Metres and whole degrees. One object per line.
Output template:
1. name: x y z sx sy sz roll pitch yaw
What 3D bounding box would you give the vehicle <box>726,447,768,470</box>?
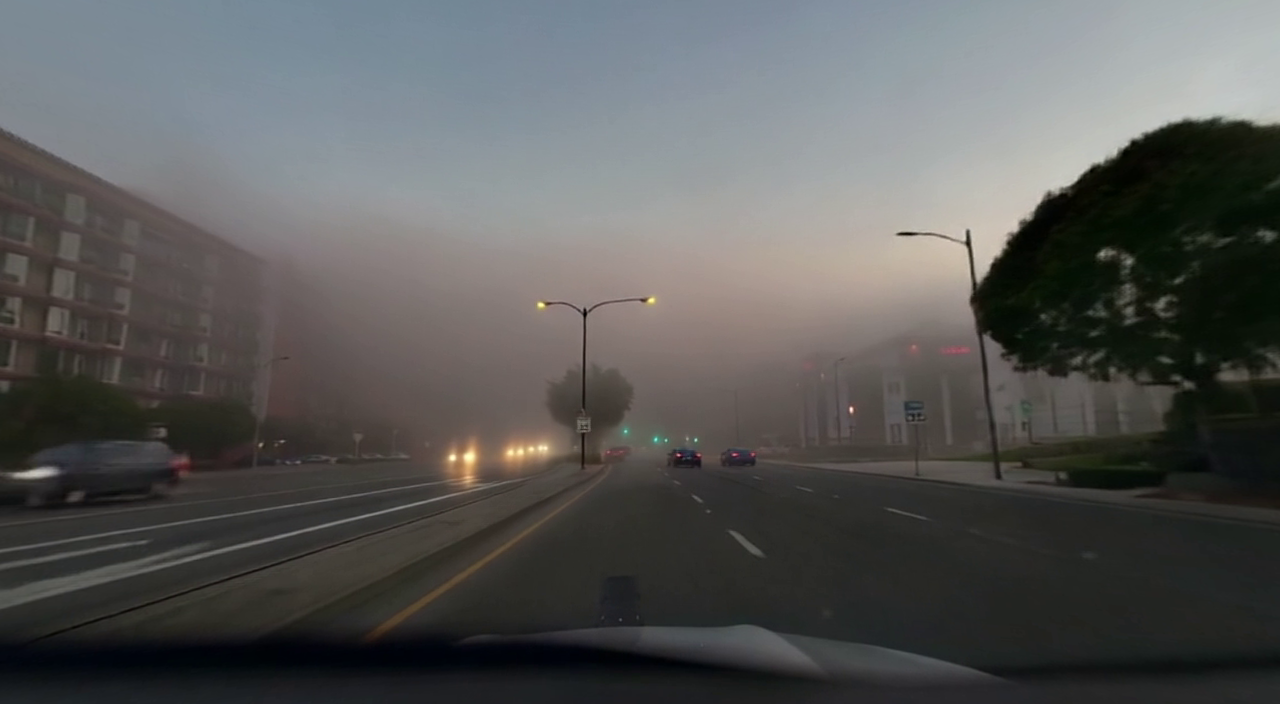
1. vehicle: 7.052 7.053 42.075 1.932 1.439 4.159 0 -9 -3

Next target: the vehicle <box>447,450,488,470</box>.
1. vehicle: -13.387 8.427 49.393 1.946 1.441 4.661 0 -9 -1

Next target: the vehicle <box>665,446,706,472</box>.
1. vehicle: 2.794 6.728 39.893 2.020 1.479 4.650 0 -9 -3

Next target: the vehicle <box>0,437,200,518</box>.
1. vehicle: -13.473 2.998 15.632 1.953 1.688 4.435 0 -9 0
